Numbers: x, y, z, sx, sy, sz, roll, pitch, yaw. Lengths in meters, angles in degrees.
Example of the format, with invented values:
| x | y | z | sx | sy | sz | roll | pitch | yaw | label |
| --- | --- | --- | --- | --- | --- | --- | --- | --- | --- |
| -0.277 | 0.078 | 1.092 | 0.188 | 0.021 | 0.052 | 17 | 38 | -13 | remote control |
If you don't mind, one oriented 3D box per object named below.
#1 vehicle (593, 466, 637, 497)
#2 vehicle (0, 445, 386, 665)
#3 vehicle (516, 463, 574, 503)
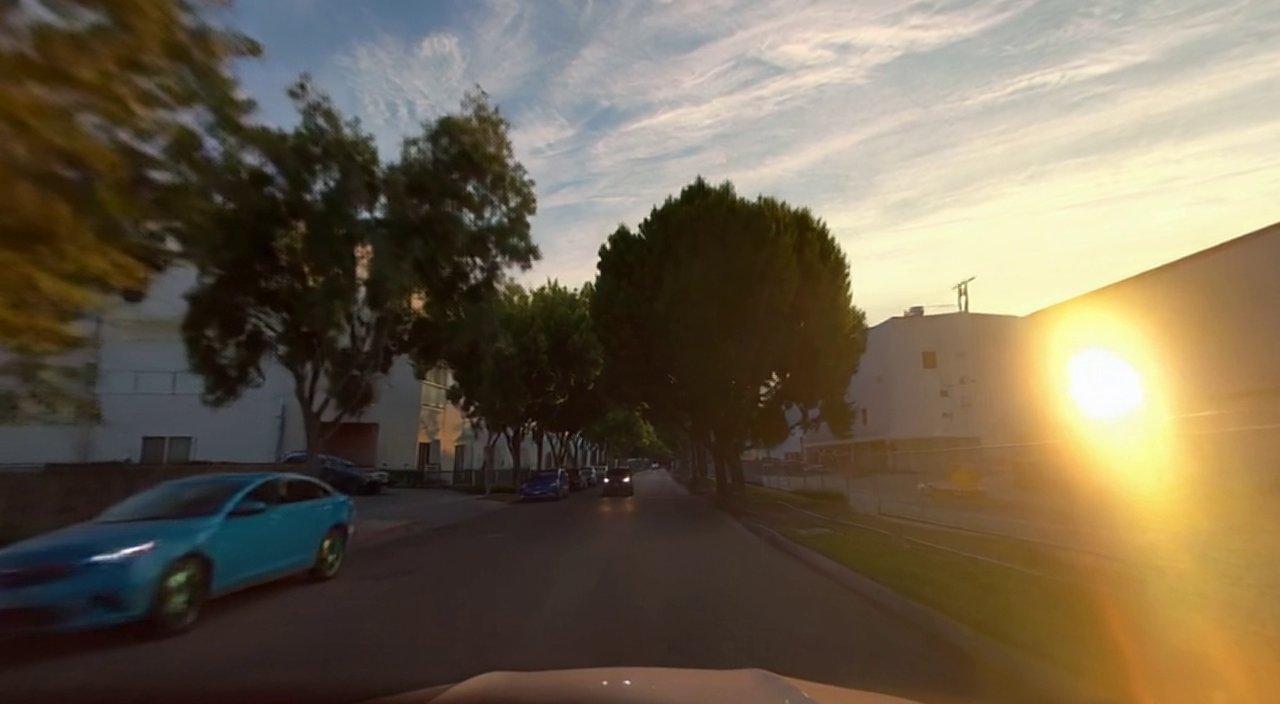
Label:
| x | y | z | sx | sy | sz | roll | pitch | yaw | label |
| --- | --- | --- | --- | --- | --- | --- | --- | --- | --- |
| -1.236 | 6.690 | 32.816 | 1.978 | 1.453 | 4.314 | 1 | -10 | 2 | vehicle |
| -4.561 | 1.824 | 6.660 | 1.903 | 1.542 | 4.115 | -1 | -10 | 2 | vehicle |
| -4.081 | 5.716 | 27.777 | 2.011 | 1.596 | 3.760 | -1 | -10 | -1 | vehicle |
